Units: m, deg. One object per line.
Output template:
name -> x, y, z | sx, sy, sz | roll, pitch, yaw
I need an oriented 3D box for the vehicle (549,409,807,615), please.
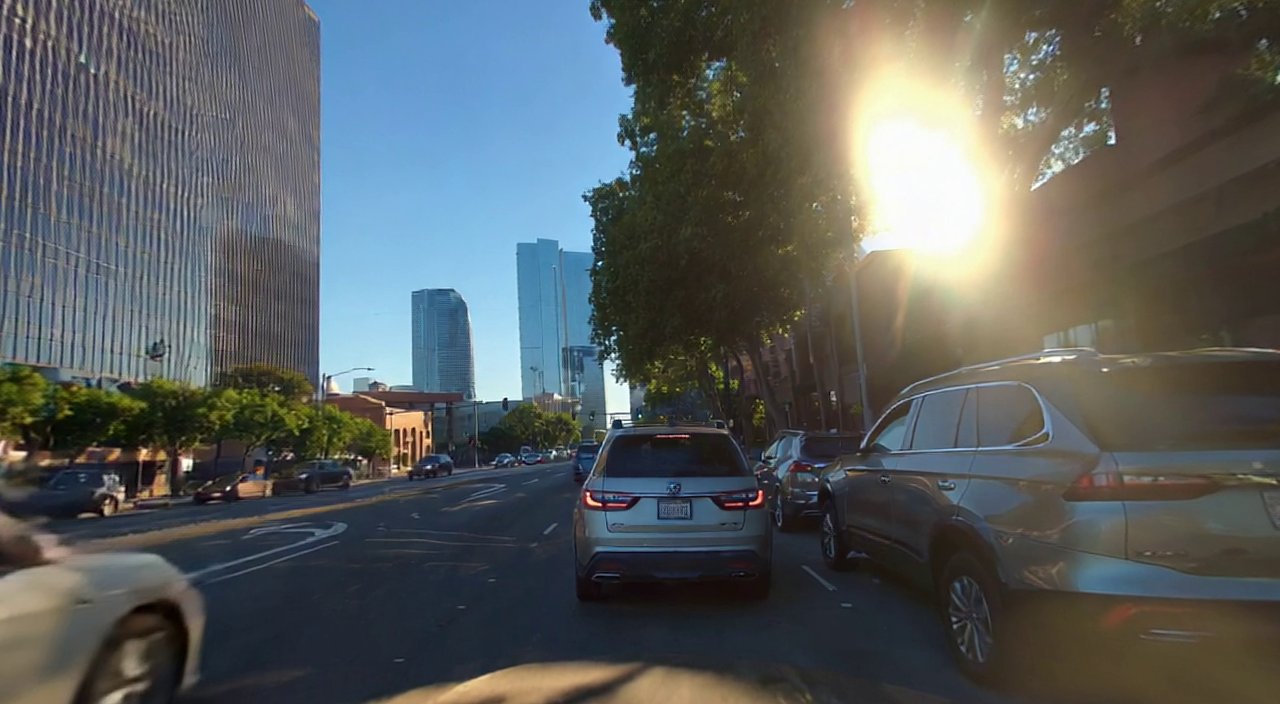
vehicle -> 0.238, 1.539, 6.866 | 2.045, 1.608, 3.573 | 0, -9, -2

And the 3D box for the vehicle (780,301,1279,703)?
vehicle -> 2.746, 1.066, 4.917 | 2.117, 1.855, 4.794 | 0, -9, -1

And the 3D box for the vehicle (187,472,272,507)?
vehicle -> -22.643, 7.572, 35.007 | 1.854, 1.419, 4.318 | -7, -8, 0

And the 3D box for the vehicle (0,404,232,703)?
vehicle -> -3.072, 0.715, 0.687 | 2.088, 1.483, 4.708 | 0, -9, 0

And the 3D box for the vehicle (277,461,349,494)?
vehicle -> -19.371, 7.430, 37.601 | 2.068, 1.729, 4.135 | 0, -9, 0
